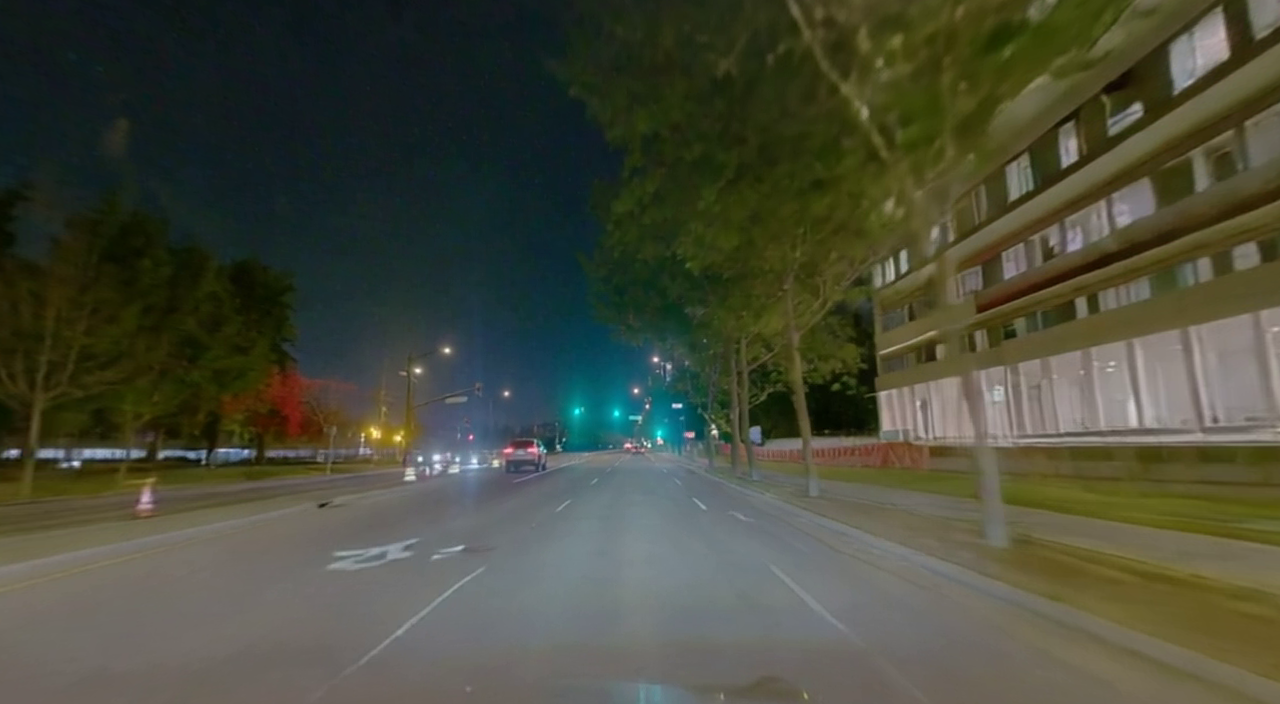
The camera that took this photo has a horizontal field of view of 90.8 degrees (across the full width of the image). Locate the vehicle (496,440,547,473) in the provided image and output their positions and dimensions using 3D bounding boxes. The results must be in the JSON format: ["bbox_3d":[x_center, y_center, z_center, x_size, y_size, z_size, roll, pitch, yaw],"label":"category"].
[{"bbox_3d":[-6.526,5.791,35.202,2.076,1.724,4.188,0,-9,-1],"label":"vehicle"}]
